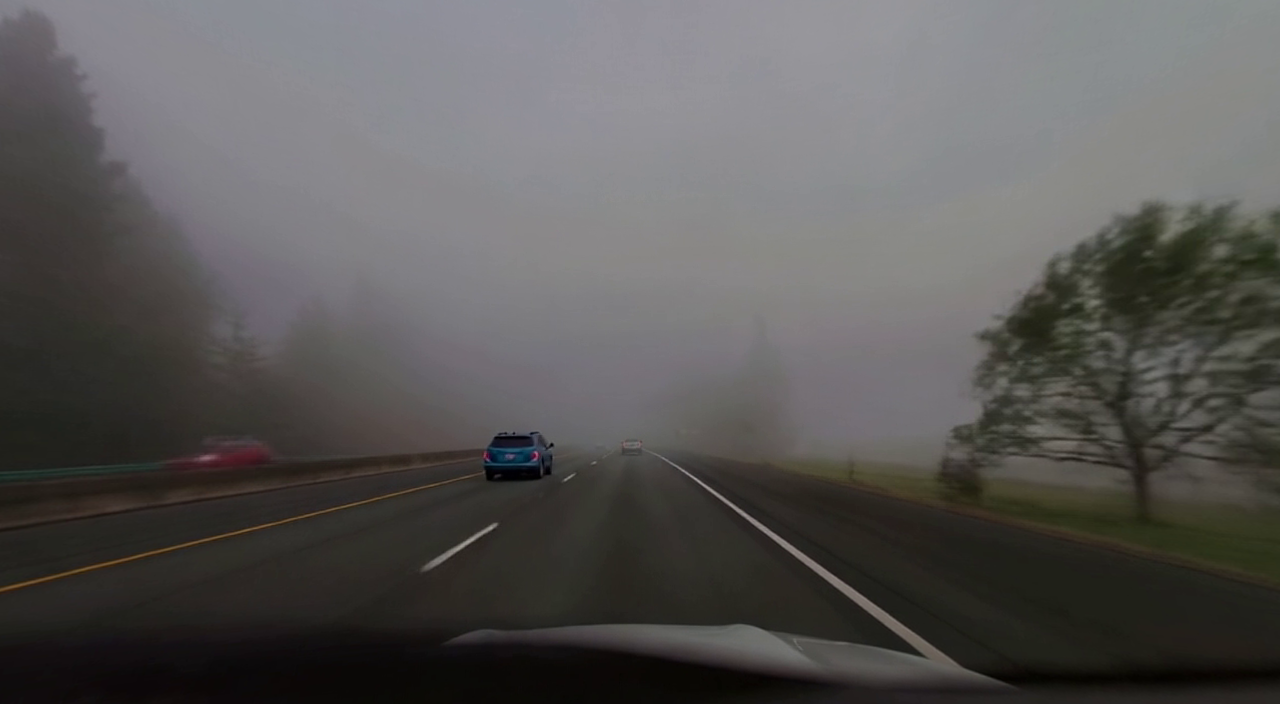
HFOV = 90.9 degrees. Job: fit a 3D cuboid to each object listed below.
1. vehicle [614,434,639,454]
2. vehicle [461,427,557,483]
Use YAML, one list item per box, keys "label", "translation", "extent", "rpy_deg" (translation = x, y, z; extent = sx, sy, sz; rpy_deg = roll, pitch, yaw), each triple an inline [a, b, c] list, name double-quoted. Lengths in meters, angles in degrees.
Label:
- label: "vehicle"
  translation: [-1.008, 6.911, 47.426]
  extent: [1.836, 1.450, 3.519]
  rpy_deg: [0, -8, -1]
- label: "vehicle"
  translation: [-3.947, 3.179, 19.903]
  extent: [2.072, 1.545, 4.767]
  rpy_deg: [0, -8, 0]
